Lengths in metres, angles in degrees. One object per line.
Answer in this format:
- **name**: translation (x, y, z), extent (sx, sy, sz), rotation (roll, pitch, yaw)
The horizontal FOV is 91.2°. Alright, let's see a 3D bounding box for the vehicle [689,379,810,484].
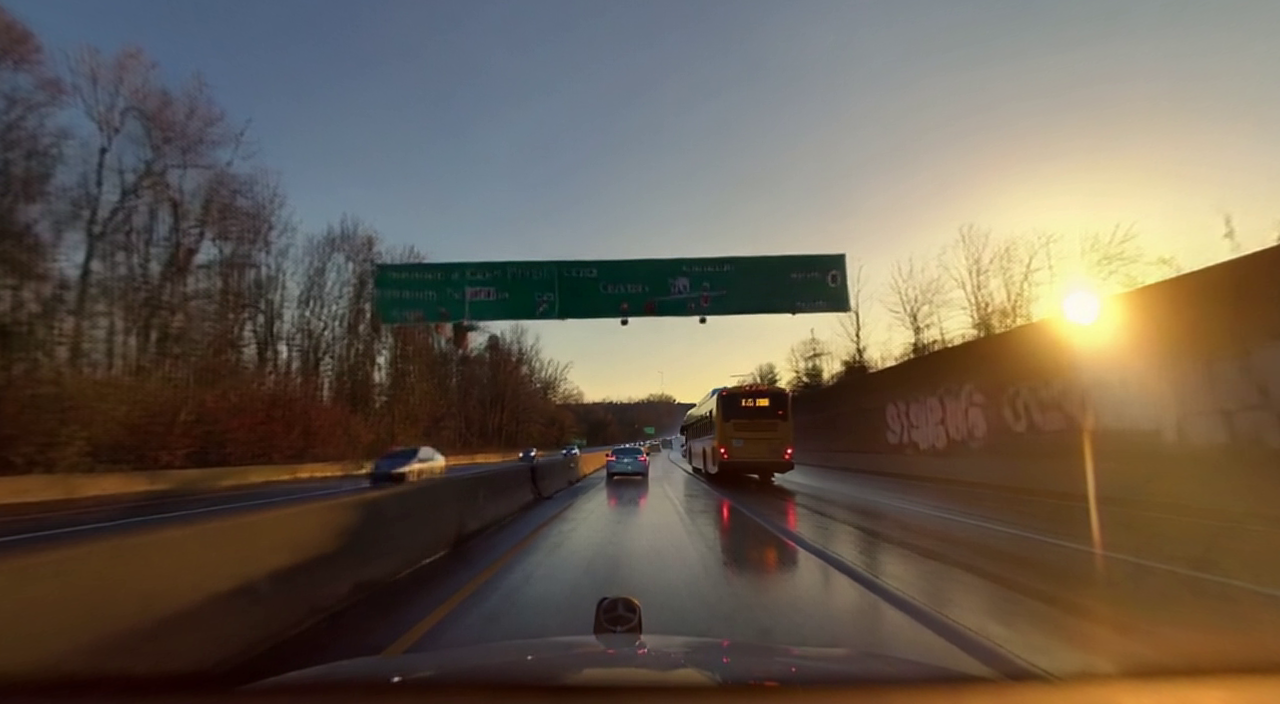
- **vehicle**: translation (4.124, 3.600, 27.139), extent (3.055, 3.479, 12.521), rotation (-1, -9, 1)

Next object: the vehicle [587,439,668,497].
- **vehicle**: translation (-0.302, 3.457, 18.993), extent (2.160, 1.532, 4.073), rotation (-1, -9, 1)

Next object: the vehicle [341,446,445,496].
- **vehicle**: translation (-8.607, 4.156, 22.306), extent (1.922, 1.560, 4.165), rotation (-1, -9, 1)
